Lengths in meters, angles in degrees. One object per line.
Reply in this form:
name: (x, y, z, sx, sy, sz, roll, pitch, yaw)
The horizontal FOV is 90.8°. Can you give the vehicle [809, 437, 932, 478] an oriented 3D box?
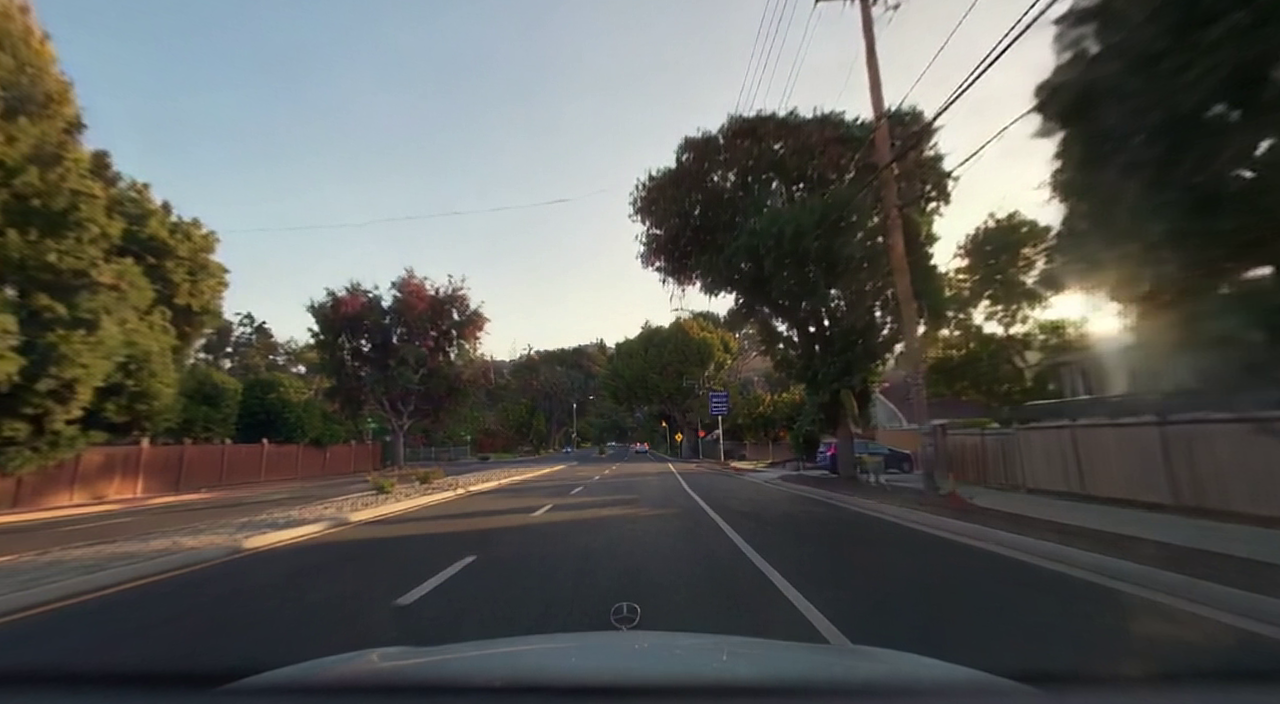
vehicle: (9.701, 4.468, 26.830, 4.387, 1.680, 1.958, 1, -9, -3)
